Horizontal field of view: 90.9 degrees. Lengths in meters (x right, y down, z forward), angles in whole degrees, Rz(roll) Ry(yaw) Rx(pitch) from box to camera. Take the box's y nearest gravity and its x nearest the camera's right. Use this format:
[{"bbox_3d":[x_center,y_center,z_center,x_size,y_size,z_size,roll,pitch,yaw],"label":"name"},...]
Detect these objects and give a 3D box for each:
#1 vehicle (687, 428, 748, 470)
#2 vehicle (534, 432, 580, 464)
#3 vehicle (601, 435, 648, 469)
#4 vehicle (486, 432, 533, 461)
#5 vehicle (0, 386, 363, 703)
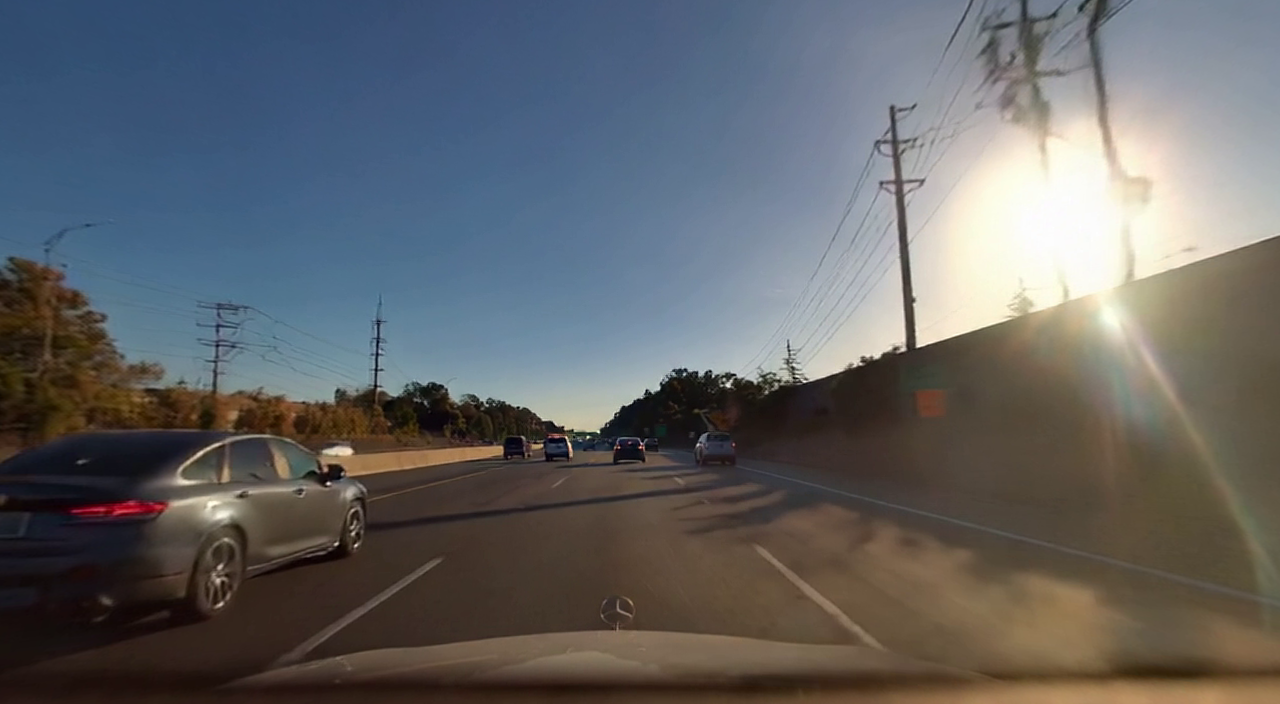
[{"bbox_3d":[3.353,4.276,28.015,1.950,1.695,4.446,1,-8,-3],"label":"vehicle"},{"bbox_3d":[-4.452,5.208,34.417,1.901,1.601,4.610,0,-8,0],"label":"vehicle"},{"bbox_3d":[-0.728,4.636,29.585,2.086,1.488,3.440,0,-8,-2],"label":"vehicle"},{"bbox_3d":[-7.934,5.781,38.713,1.980,1.678,4.255,0,-8,0],"label":"vehicle"},{"bbox_3d":[-4.217,1.241,5.201,2.004,1.607,4.161,0,-8,-1],"label":"vehicle"}]
